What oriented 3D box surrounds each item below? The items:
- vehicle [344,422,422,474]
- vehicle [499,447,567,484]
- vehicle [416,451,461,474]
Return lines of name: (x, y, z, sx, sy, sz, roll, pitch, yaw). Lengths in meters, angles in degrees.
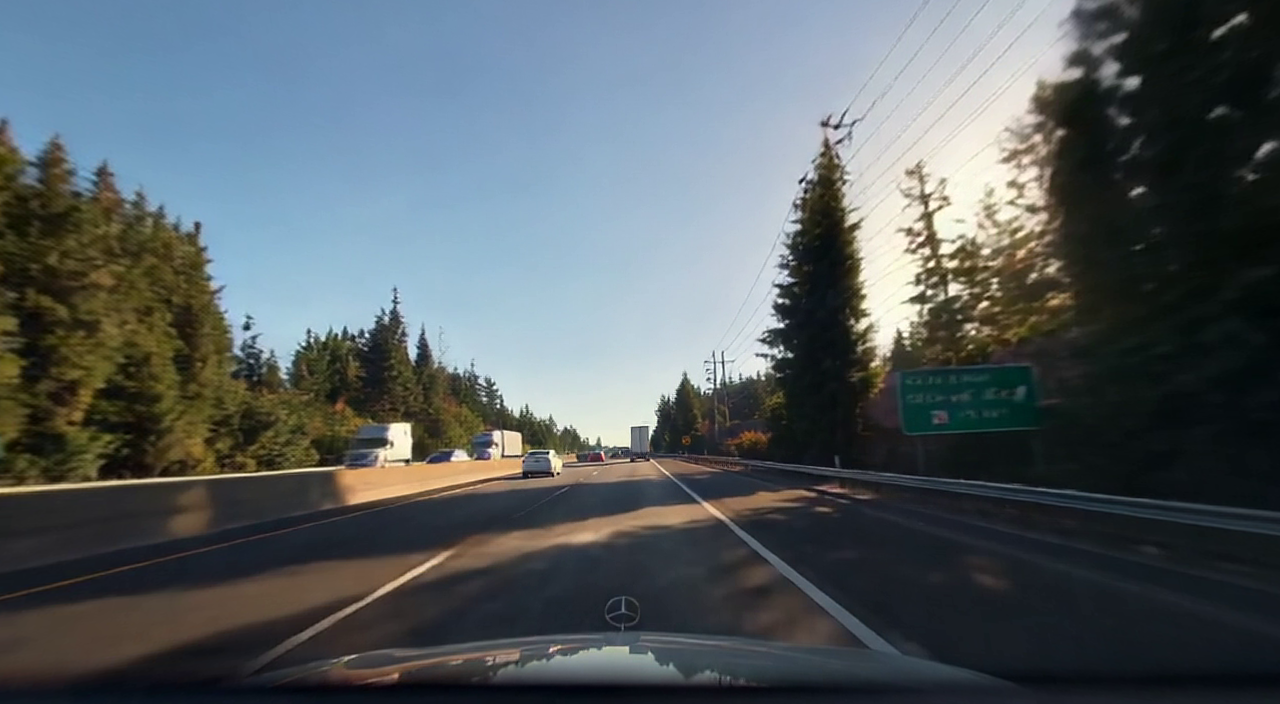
vehicle: (-18.333, 6.922, 45.564, 2.744, 3.453, 6.712, 0, -9, 0)
vehicle: (-4.456, 4.799, 26.977, 2.106, 1.445, 4.404, 0, -9, 0)
vehicle: (-13.681, 7.502, 43.104, 1.764, 1.486, 3.947, 0, -9, 0)
